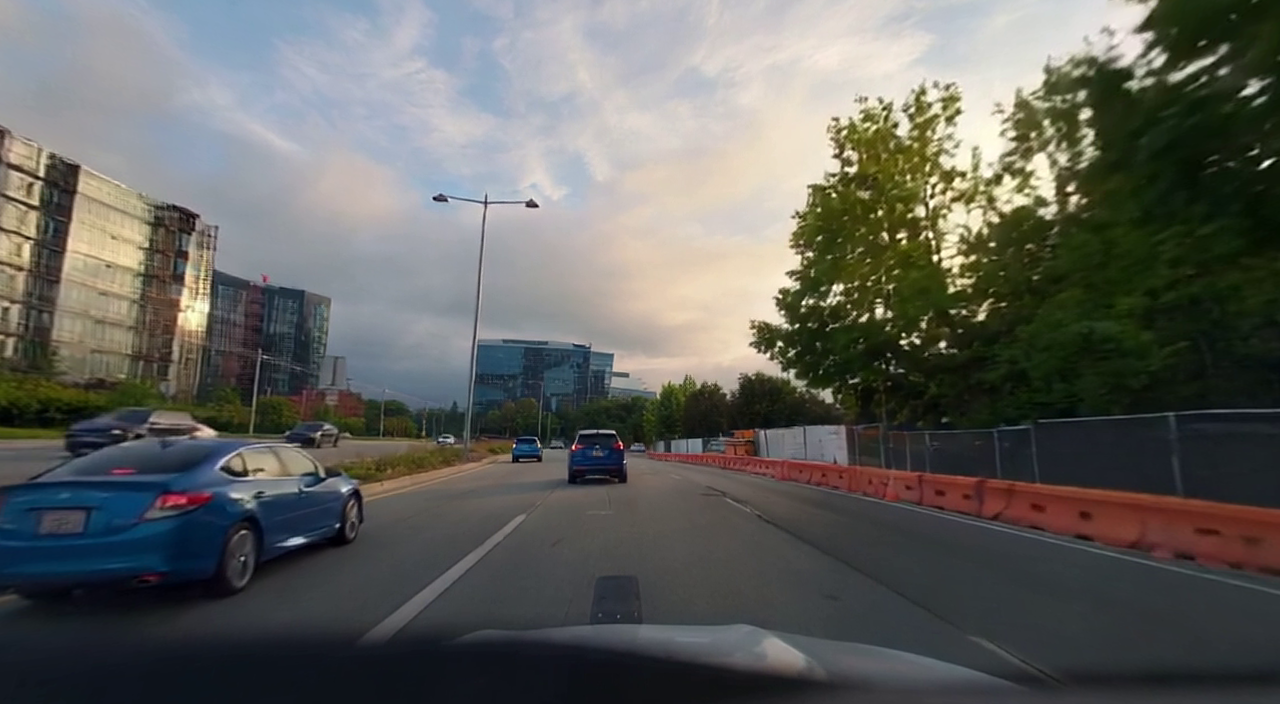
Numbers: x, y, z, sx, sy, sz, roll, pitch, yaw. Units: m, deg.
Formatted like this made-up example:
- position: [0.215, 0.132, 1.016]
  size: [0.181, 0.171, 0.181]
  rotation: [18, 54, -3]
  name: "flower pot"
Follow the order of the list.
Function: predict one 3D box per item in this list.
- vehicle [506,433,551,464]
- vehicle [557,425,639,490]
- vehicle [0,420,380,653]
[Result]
- position: [-5.672, 4.950, 32.533]
  size: [1.888, 1.486, 4.310]
  rotation: [1, -8, -5]
  name: "vehicle"
- position: [-1.060, 2.695, 16.489]
  size: [1.913, 1.499, 3.581]
  rotation: [0, -8, -3]
  name: "vehicle"
- position: [-4.175, 1.392, 5.891]
  size: [1.848, 1.406, 4.013]
  rotation: [0, -8, -1]
  name: "vehicle"
